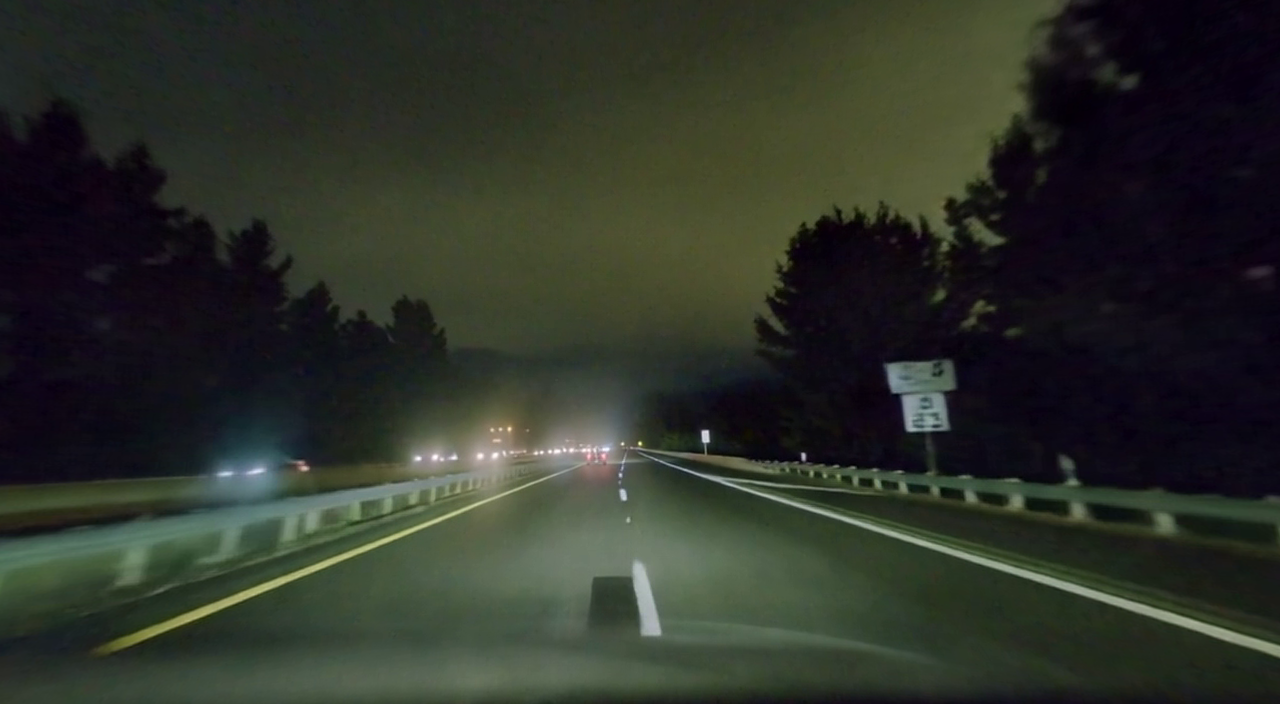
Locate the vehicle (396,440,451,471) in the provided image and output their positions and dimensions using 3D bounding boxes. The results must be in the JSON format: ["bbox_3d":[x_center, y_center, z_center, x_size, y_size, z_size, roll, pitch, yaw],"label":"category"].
[{"bbox_3d":[-15.786,7.570,46.018,2.209,2.067,5.308,0,-9,-2],"label":"vehicle"}]

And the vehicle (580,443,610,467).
[{"bbox_3d":[-3.315,7.616,46.622,2.098,1.692,4.038,0,-9,-2],"label":"vehicle"}]

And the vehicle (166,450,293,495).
[{"bbox_3d":[-15.050,4.404,23.325,1.849,1.497,4.415,0,-9,-2],"label":"vehicle"}]
